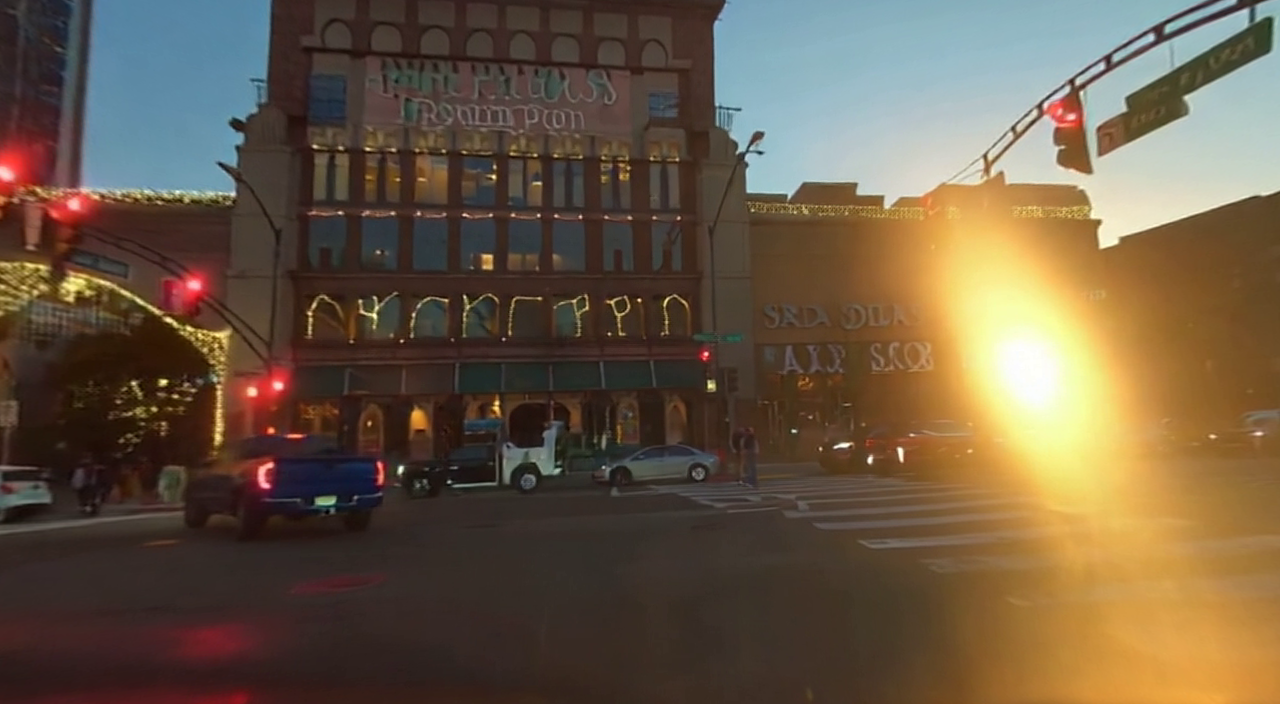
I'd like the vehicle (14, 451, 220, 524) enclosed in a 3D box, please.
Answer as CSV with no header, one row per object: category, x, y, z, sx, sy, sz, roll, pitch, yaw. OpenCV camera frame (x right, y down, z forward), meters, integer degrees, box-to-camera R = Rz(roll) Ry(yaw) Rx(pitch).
vehicle,-16.796,4.328,20.496,4.799,1.909,2.011,-2,-7,-5

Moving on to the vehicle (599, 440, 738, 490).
vehicle,0.870,3.803,21.392,4.515,1.583,1.920,1,-8,-4

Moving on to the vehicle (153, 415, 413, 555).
vehicle,-6.982,2.356,12.048,5.534,2.020,2.477,-7,-11,41

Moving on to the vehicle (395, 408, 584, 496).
vehicle,-5.130,3.543,22.563,6.182,2.913,2.526,1,-8,-5

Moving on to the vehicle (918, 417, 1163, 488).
vehicle,9.198,2.316,14.676,4.600,1.506,1.878,1,-9,-9
